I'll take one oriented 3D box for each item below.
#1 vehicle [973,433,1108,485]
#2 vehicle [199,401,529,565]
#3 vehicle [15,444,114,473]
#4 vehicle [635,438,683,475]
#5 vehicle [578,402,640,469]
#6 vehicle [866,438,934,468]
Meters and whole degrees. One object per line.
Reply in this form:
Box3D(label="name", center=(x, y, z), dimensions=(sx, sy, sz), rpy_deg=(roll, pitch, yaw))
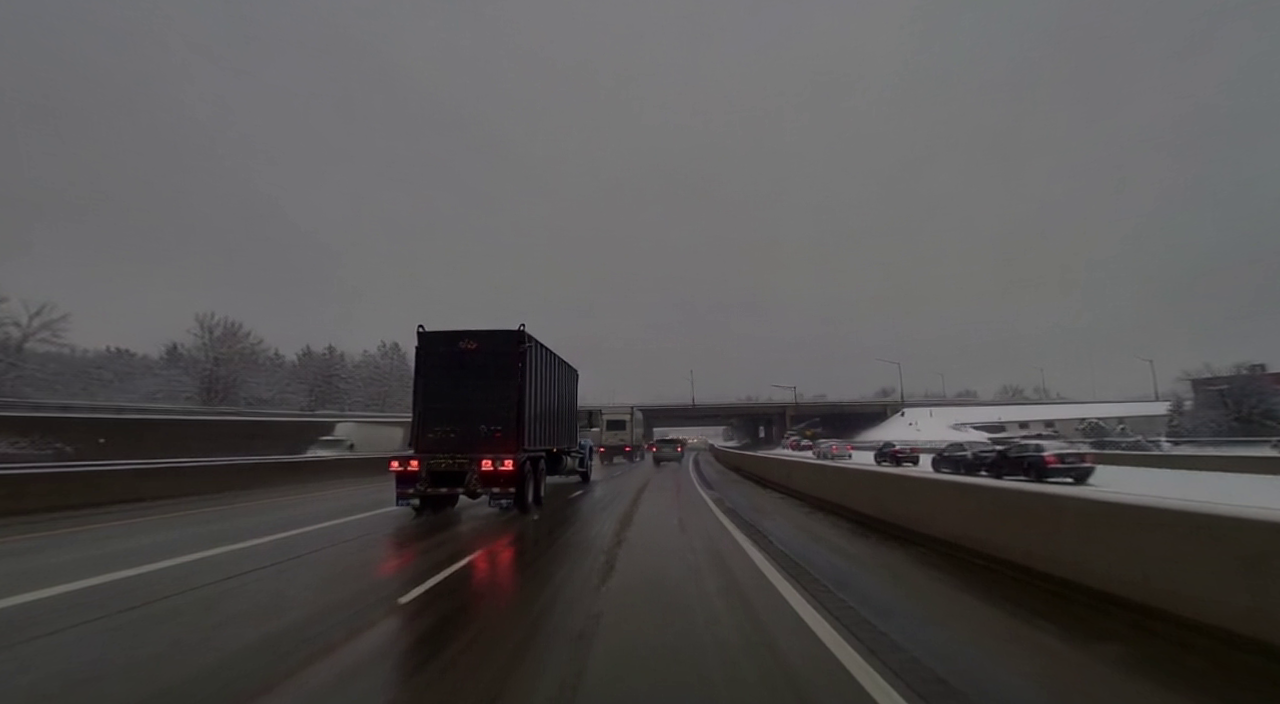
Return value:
Box3D(label="vehicle", center=(14.303, 3.841, 22.900), dimensions=(2.022, 1.675, 4.792), rpy_deg=(-1, -9, 4))
Box3D(label="vehicle", center=(-3.360, 1.690, 8.736), dimensions=(2.896, 1.779, 3.441), rpy_deg=(0, -8, 2))
Box3D(label="vehicle", center=(-32.339, 5.967, 35.523), dimensions=(1.707, 1.540, 3.921), rpy_deg=(-1, -9, 4))
Box3D(label="vehicle", center=(0.994, 5.056, 30.585), dimensions=(2.178, 1.640, 4.071), rpy_deg=(-1, -9, 4))
Box3D(label="vehicle", center=(-1.803, 5.579, 41.517), dimensions=(3.073, 3.894, 9.782), rpy_deg=(-1, -9, 3))
Box3D(label="vehicle", center=(15.263, 5.965, 37.302), dimensions=(2.237, 1.656, 4.676), rpy_deg=(-1, -9, 3))
